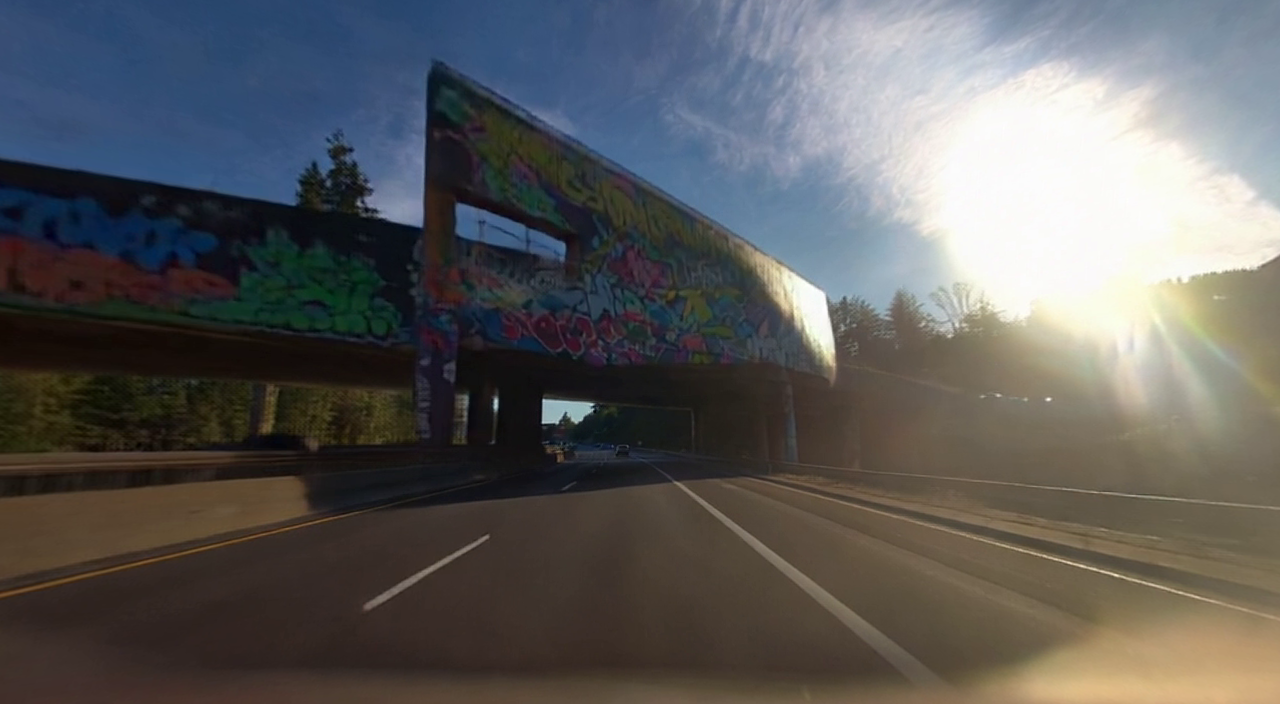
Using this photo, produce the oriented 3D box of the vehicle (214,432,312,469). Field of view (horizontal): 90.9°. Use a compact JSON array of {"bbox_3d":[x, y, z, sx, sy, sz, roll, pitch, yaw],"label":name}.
[{"bbox_3d":[-19.895,5.261,33.586,2.027,1.781,5.017,0,-9,1],"label":"vehicle"}]
